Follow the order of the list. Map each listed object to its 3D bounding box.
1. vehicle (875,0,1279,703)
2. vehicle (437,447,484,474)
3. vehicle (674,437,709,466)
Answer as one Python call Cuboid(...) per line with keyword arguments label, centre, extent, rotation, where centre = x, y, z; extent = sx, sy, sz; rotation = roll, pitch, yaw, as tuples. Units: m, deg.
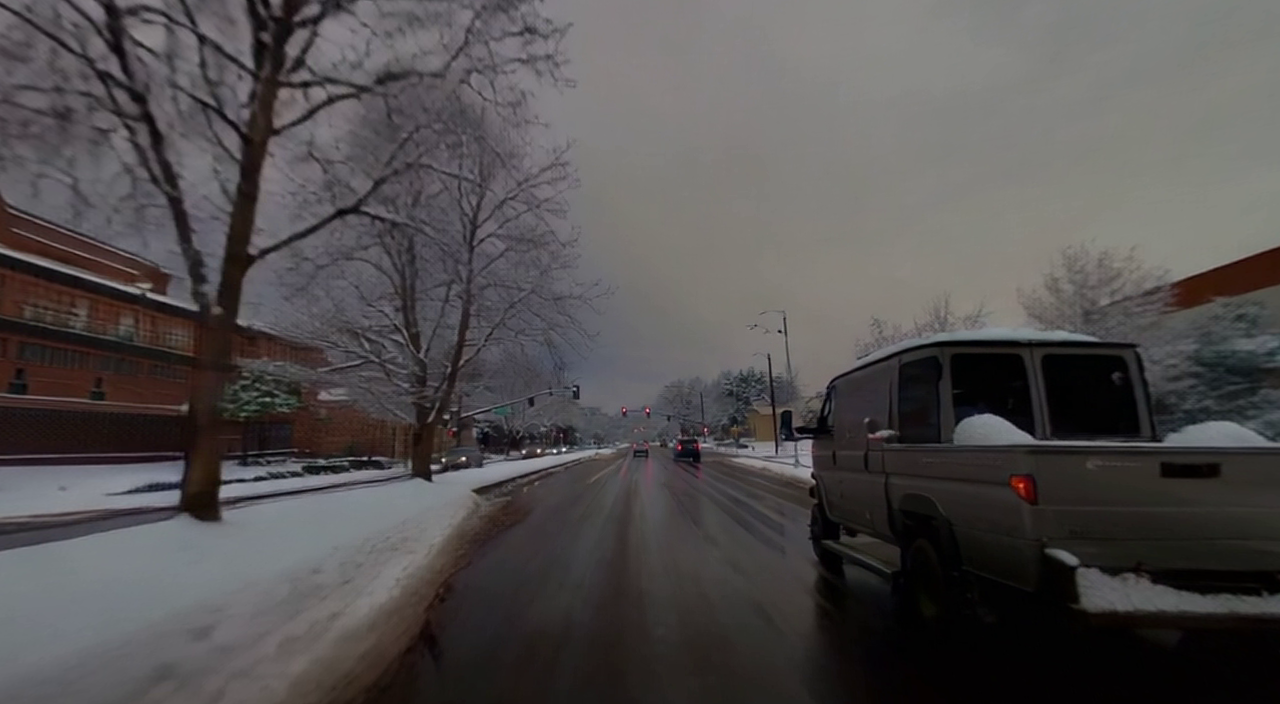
Cuboid(label="vehicle", centre=(3.817, -0.159, 1.132), extent=(2.731, 3.407, 10.262), rotation=(0, -9, -1))
Cuboid(label="vehicle", centre=(-13.613, 8.239, 48.235), extent=(2.140, 1.961, 4.641), rotation=(0, -9, 1))
Cuboid(label="vehicle", centre=(3.655, 7.220, 45.790), extent=(2.099, 1.936, 4.575), rotation=(0, -9, -1))
